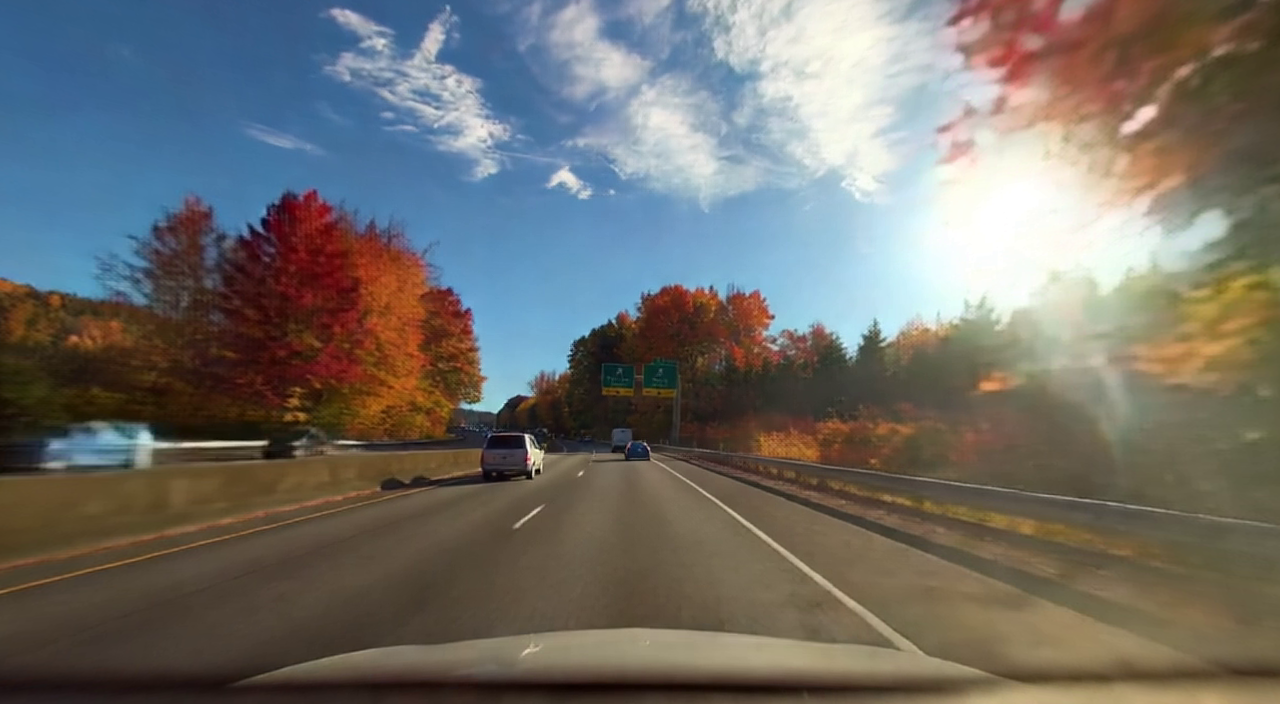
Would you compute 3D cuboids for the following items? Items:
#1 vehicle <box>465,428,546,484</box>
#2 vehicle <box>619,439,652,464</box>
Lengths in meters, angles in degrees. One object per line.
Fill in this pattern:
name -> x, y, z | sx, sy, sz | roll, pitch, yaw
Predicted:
vehicle -> -4.542, 3.578, 21.914 | 1.924, 1.720, 4.195 | 0, -8, -1
vehicle -> -0.299, 6.236, 39.619 | 1.939, 1.497, 3.863 | 0, -8, -1
